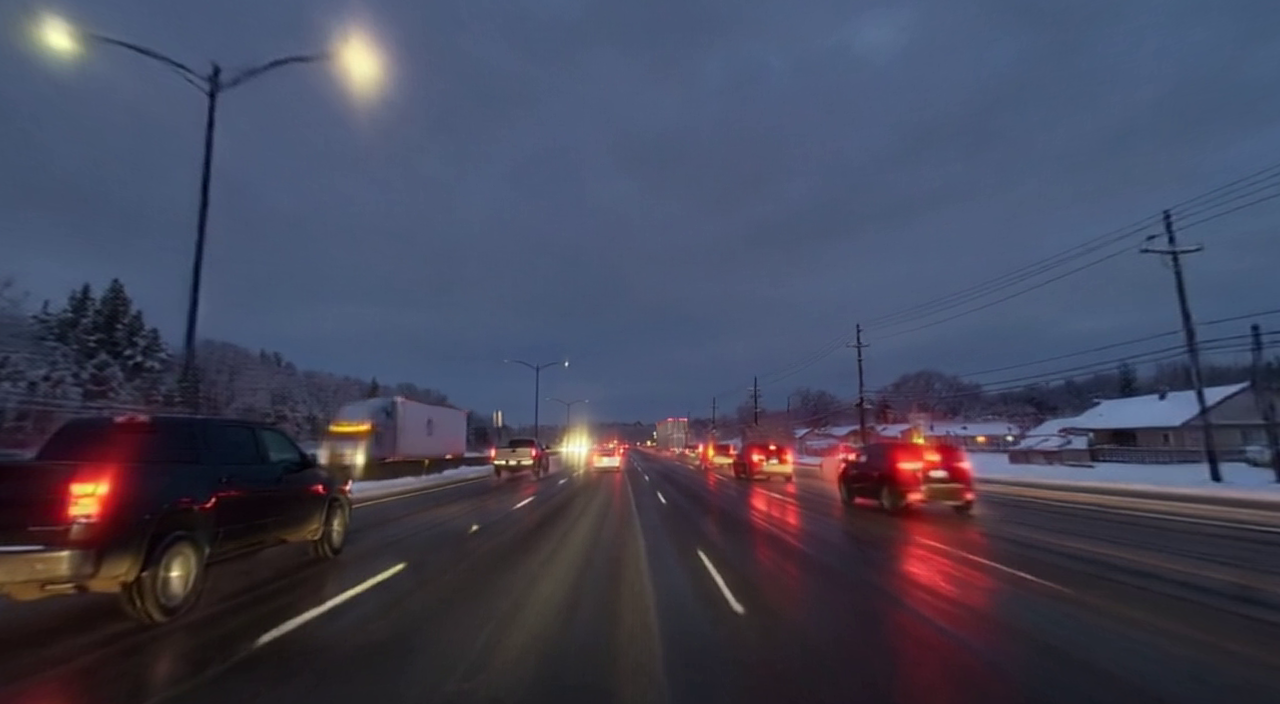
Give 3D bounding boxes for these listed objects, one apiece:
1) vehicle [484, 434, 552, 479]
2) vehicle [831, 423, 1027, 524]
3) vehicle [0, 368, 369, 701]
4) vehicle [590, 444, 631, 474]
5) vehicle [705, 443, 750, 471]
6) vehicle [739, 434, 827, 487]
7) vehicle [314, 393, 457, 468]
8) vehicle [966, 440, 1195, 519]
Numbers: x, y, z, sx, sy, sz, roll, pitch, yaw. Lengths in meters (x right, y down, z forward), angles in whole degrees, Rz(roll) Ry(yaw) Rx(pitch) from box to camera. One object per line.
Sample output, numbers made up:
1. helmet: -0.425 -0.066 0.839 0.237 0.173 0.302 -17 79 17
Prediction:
1. vehicle: -5.372 4.678 28.389 2.147 1.825 4.602 0 -9 0
2. vehicle: 5.587 2.392 12.884 1.977 1.705 4.078 1 -9 -1
3. vehicle: -4.367 1.247 5.428 2.127 1.705 4.374 1 -9 -1
4. vehicle: -1.531 5.760 34.073 2.060 1.508 4.308 1 -9 -1
5. vehicle: 5.246 6.334 38.162 1.978 1.607 4.245 1 -9 -2
6. vehicle: 5.330 4.116 24.213 2.086 1.783 4.868 1 -9 -2
7. vehicle: -14.291 4.799 37.339 3.082 3.601 13.571 1 -9 -1
8. vehicle: 9.891 2.863 14.748 1.969 1.521 4.580 1 -9 -1
